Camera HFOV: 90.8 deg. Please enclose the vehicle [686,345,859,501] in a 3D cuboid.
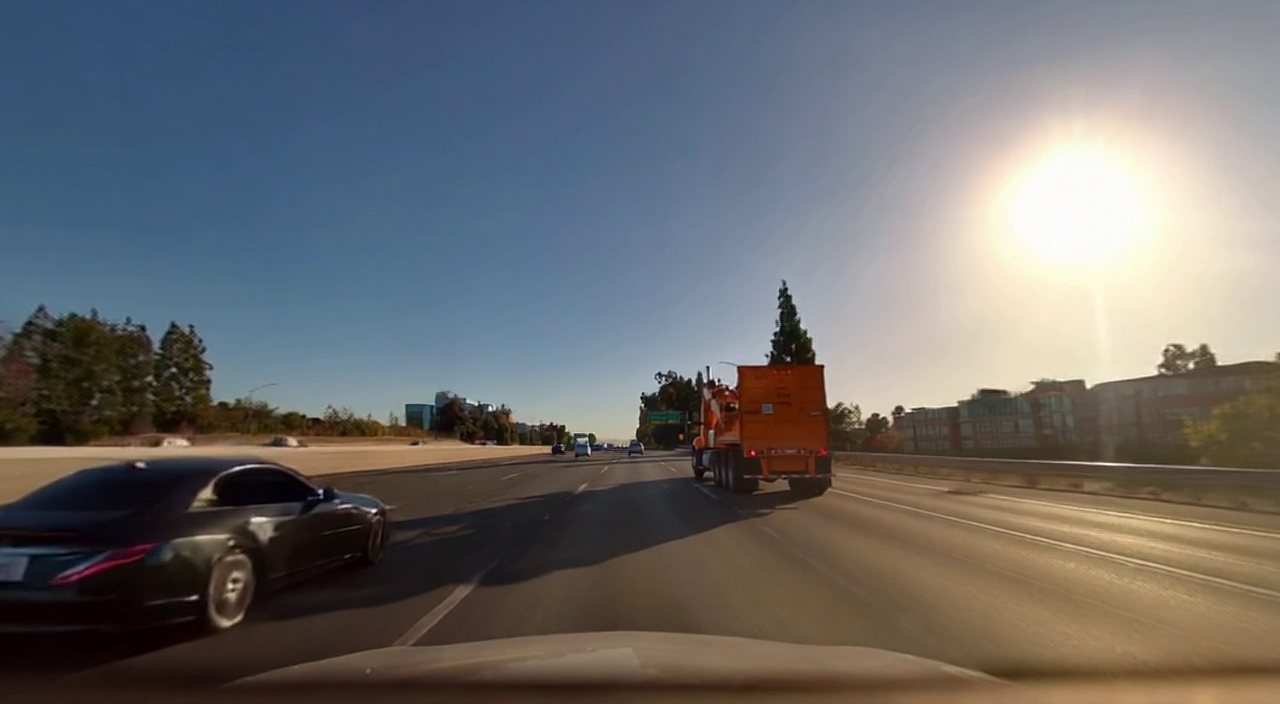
[{"bbox_3d":[3.405,2.403,19.831,2.966,3.586,10.563,0,-9,-1],"label":"vehicle"}]
